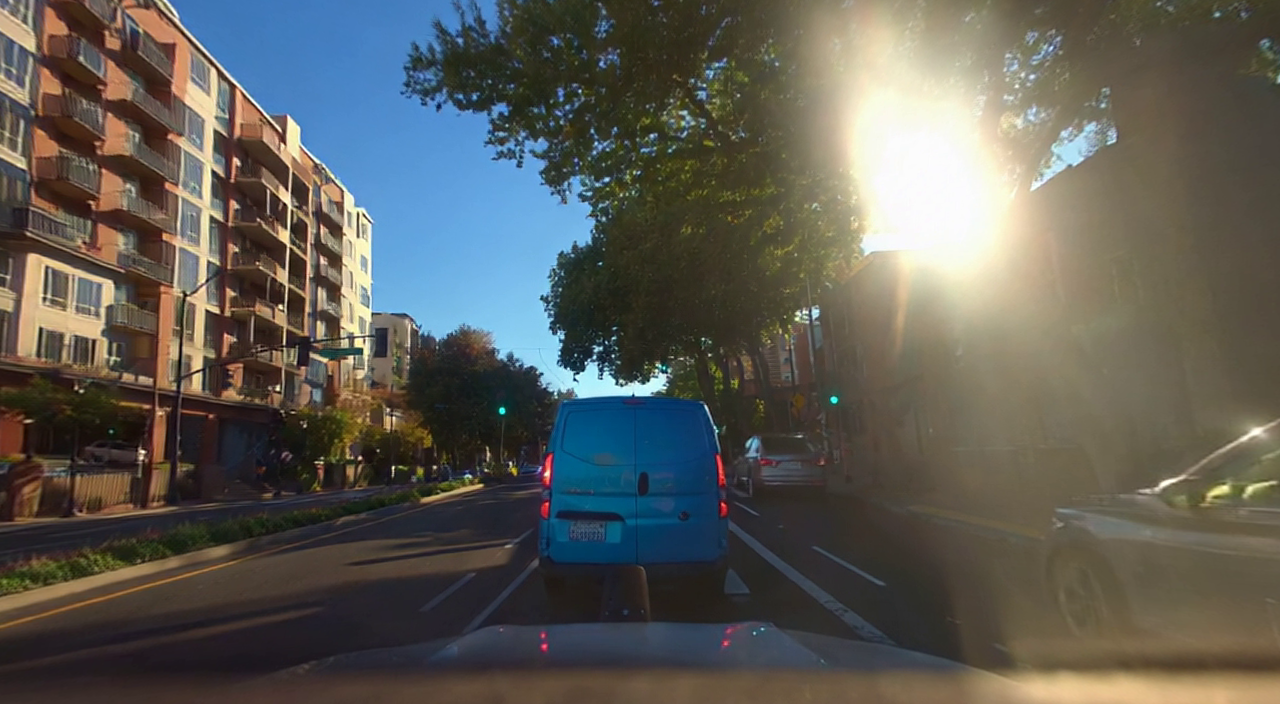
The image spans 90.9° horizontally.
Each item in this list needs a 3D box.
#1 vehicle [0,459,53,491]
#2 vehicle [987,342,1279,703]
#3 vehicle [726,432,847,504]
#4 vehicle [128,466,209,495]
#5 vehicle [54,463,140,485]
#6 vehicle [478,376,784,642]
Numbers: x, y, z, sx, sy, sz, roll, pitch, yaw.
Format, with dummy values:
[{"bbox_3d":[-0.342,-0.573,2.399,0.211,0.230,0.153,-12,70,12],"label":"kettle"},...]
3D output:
[{"bbox_3d":[-35.492,6.848,35.177,3.843,1.680,1.782,-1,-9,7],"label":"vehicle"},{"bbox_3d":[3.805,0.855,2.785,2.157,1.748,4.130,0,-9,0],"label":"vehicle"},{"bbox_3d":[3.799,3.111,17.334,2.061,1.676,4.734,0,-9,-2],"label":"vehicle"},{"bbox_3d":[-33.250,9.073,44.509,4.292,1.492,1.772,-6,-14,-1],"label":"vehicle"},{"bbox_3d":[-38.382,8.626,44.636,4.396,1.458,1.809,-1,-9,2],"label":"vehicle"},{"bbox_3d":[-0.049,1.406,6.583,2.101,1.828,4.270,0,-9,0],"label":"vehicle"}]
